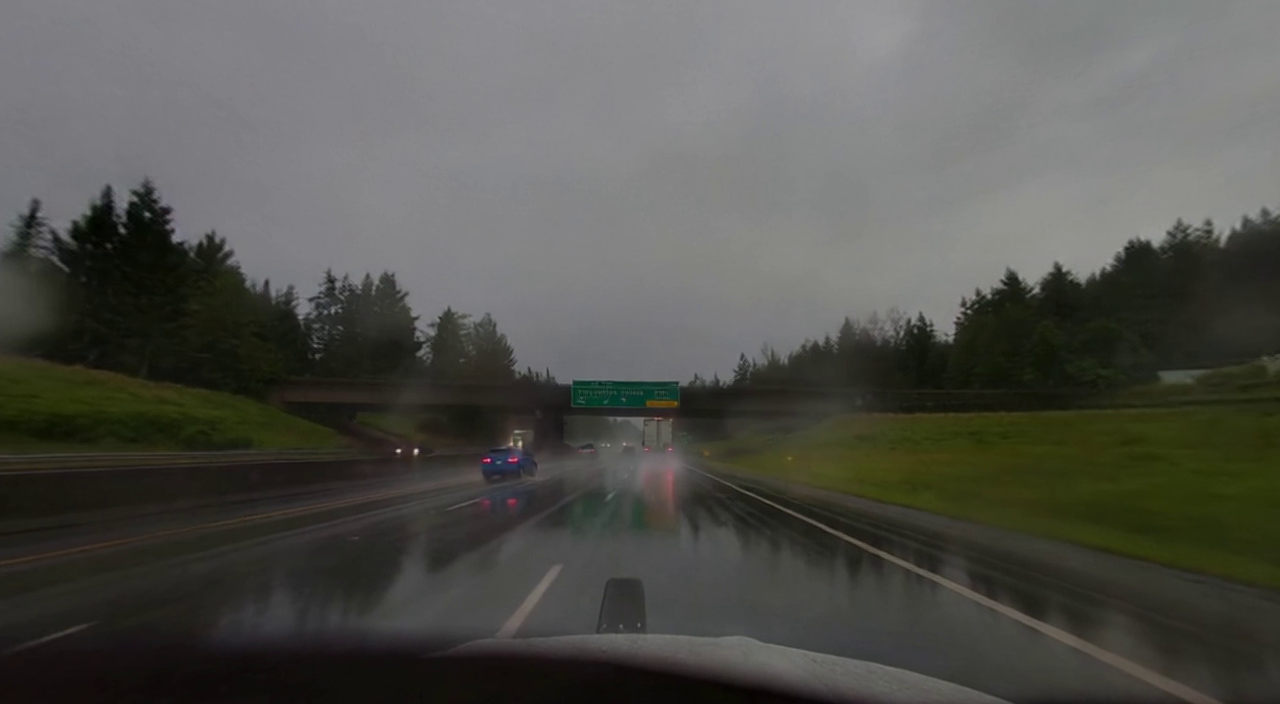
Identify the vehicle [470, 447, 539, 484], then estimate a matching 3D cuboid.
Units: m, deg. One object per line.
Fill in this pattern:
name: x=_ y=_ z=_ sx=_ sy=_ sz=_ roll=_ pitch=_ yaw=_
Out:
vehicle: x=-6.039 y=5.096 z=28.701 sx=2.038 sy=1.489 sz=4.603 roll=-1 pitch=-9 yaw=1
